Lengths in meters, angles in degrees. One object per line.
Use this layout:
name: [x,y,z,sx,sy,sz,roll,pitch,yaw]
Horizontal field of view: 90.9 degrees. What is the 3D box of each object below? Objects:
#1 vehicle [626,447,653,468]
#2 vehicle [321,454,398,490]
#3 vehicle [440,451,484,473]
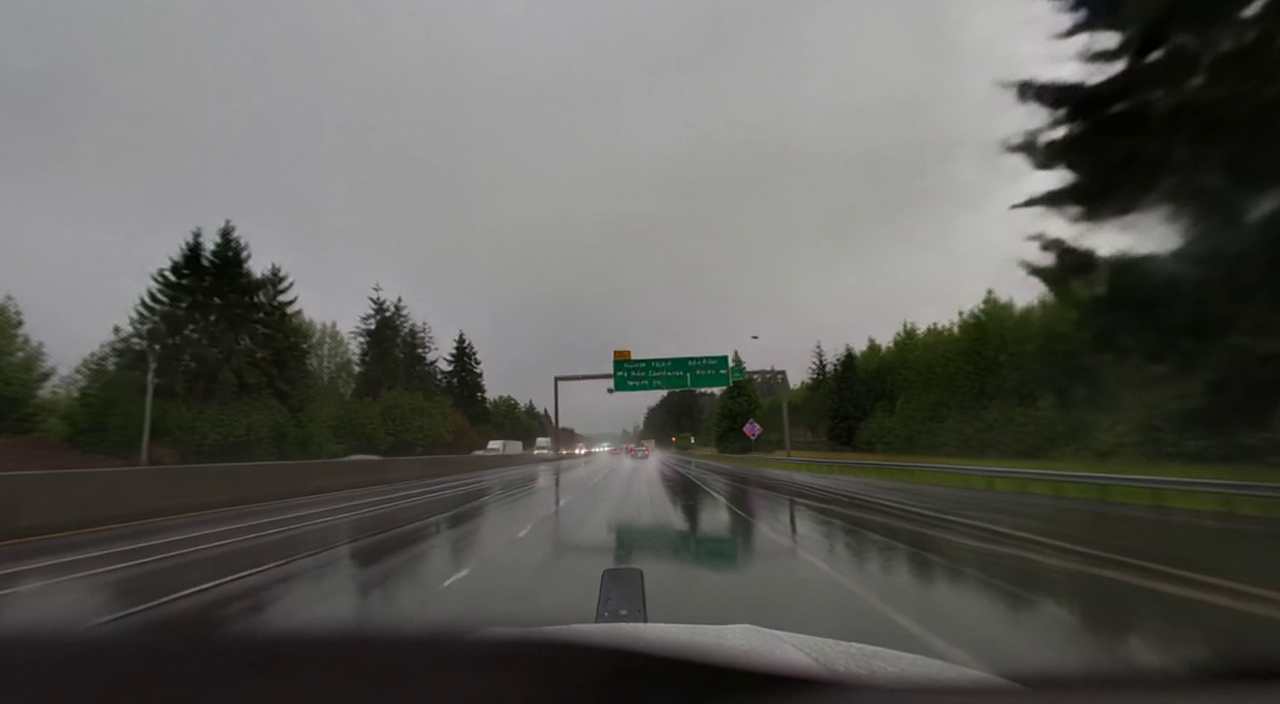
vehicle: [-0.016,7.595,45.430,1.860,1.473,3.689,0,-9,1]
vehicle: [-12.302,5.266,27.888,1.764,1.417,3.582,0,-9,0]
vehicle: [-12.461,7.698,44.391,1.829,1.472,4.158,0,-9,1]
